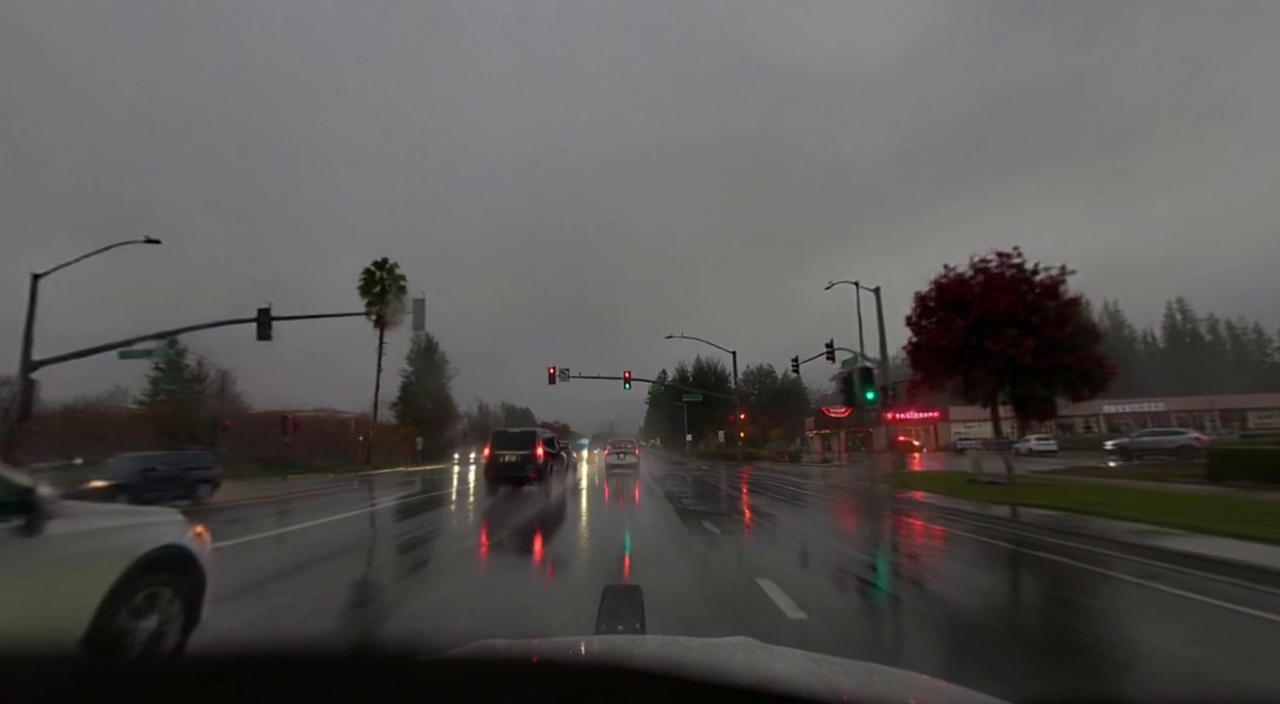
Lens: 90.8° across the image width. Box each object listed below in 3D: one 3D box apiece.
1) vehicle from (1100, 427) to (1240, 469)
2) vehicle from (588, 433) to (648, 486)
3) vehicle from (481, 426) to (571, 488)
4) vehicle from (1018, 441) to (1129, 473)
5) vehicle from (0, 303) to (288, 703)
[{"bbox_3d":[26.610,4.849,31.867,5.039,1.877,2.076,-2,-8,0],"label":"vehicle"},{"bbox_3d":[-0.789,4.008,23.866,2.061,1.809,4.141,0,-8,0],"label":"vehicle"},{"bbox_3d":[-4.001,3.814,23.251,2.252,1.999,5.605,0,-8,0],"label":"vehicle"},{"bbox_3d":[21.659,5.250,31.683,4.317,1.430,1.782,-1,-8,-5],"label":"vehicle"},{"bbox_3d":[-3.657,0.683,2.039,2.159,1.877,4.925,0,-9,0],"label":"vehicle"}]
